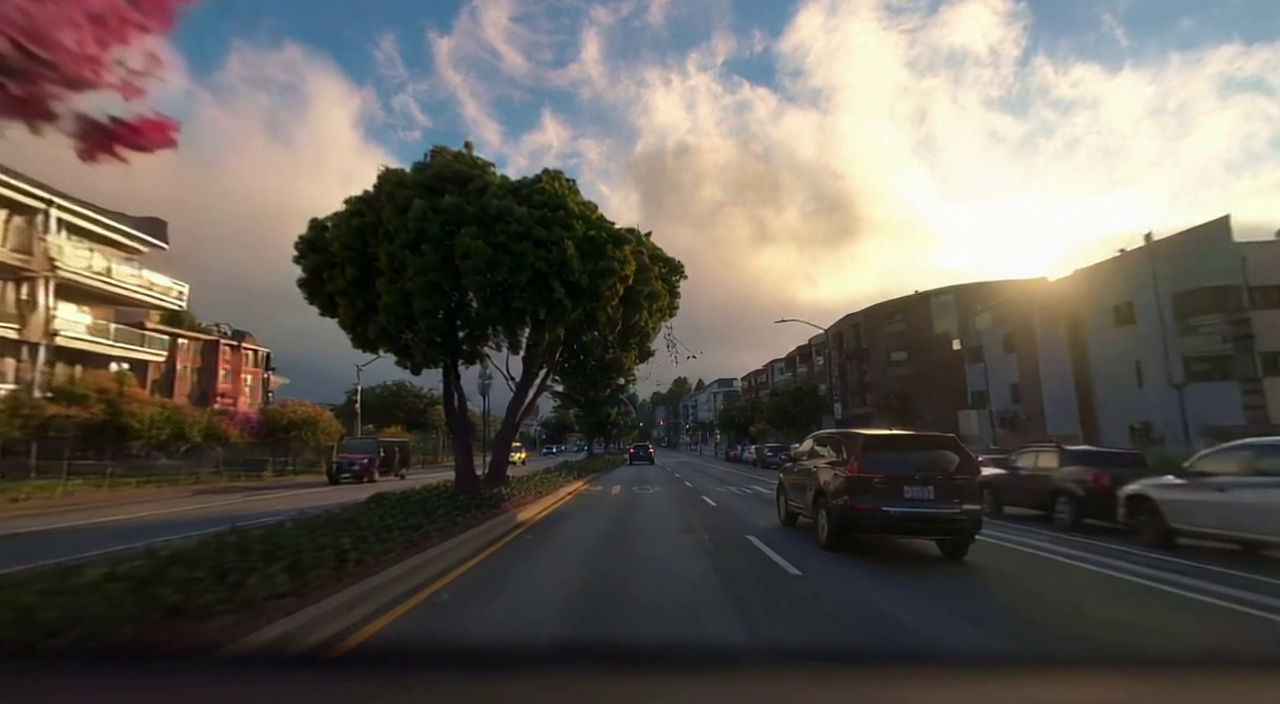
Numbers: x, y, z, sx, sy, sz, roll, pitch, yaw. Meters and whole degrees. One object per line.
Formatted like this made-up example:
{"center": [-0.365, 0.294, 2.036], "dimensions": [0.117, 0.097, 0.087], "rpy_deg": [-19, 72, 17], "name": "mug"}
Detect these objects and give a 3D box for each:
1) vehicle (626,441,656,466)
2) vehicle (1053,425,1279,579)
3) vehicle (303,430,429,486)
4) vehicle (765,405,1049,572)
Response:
{"center": [0.137, 7.889, 49.078], "dimensions": [2.244, 1.813, 4.129], "rpy_deg": [0, -8, 1], "name": "vehicle"}
{"center": [7.577, 1.700, 7.562], "dimensions": [2.011, 1.566, 4.722], "rpy_deg": [0, -8, 0], "name": "vehicle"}
{"center": [-10.300, 4.061, 24.430], "dimensions": [2.502, 1.881, 5.953], "rpy_deg": [0, -9, -3], "name": "vehicle"}
{"center": [3.280, 1.785, 9.009], "dimensions": [2.071, 1.747, 4.549], "rpy_deg": [0, -8, 0], "name": "vehicle"}
